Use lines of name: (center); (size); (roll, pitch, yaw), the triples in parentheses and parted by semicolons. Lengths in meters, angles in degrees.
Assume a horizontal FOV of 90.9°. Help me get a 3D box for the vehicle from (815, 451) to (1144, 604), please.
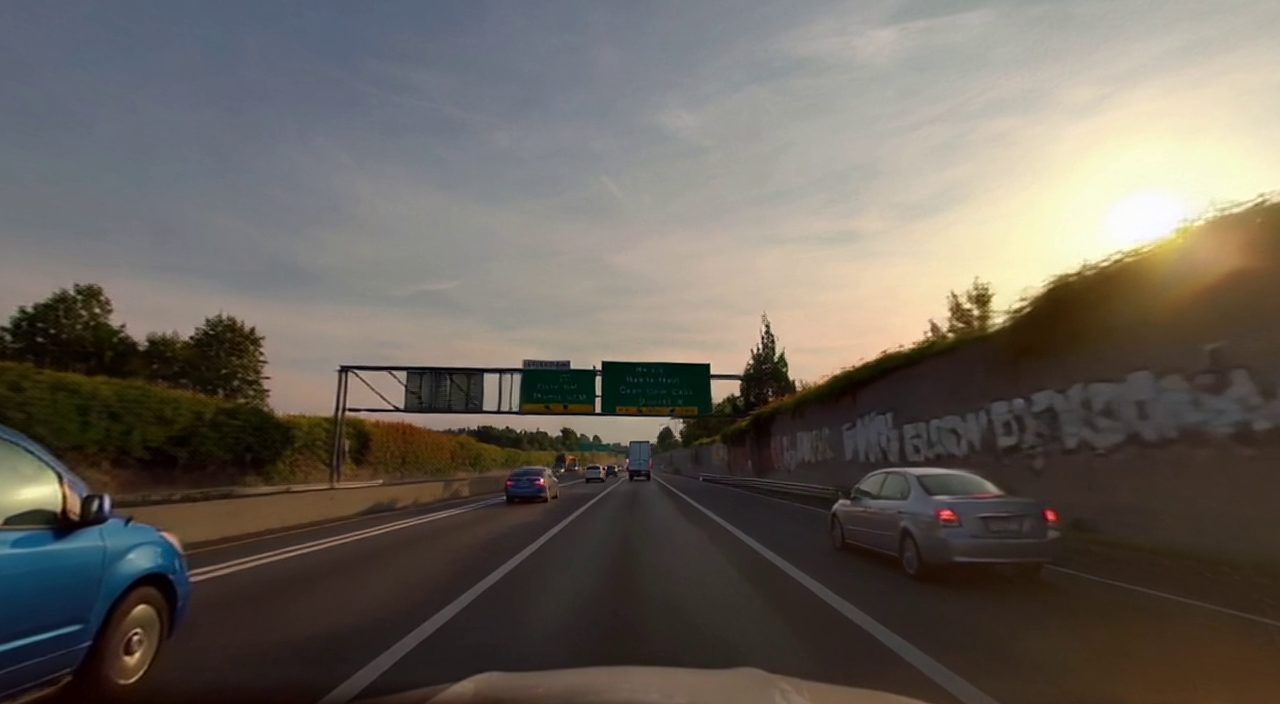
vehicle: (3.930, 2.120, 8.347); (1.917, 1.458, 4.199); (1, -11, -1)

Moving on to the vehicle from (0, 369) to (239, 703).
vehicle: (-3.397, 0.697, 1.410); (2.004, 1.610, 4.508); (1, -11, 0)

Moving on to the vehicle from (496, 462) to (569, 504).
vehicle: (-4.052, 5.026, 24.412); (2.054, 1.443, 4.131); (0, -10, 0)
